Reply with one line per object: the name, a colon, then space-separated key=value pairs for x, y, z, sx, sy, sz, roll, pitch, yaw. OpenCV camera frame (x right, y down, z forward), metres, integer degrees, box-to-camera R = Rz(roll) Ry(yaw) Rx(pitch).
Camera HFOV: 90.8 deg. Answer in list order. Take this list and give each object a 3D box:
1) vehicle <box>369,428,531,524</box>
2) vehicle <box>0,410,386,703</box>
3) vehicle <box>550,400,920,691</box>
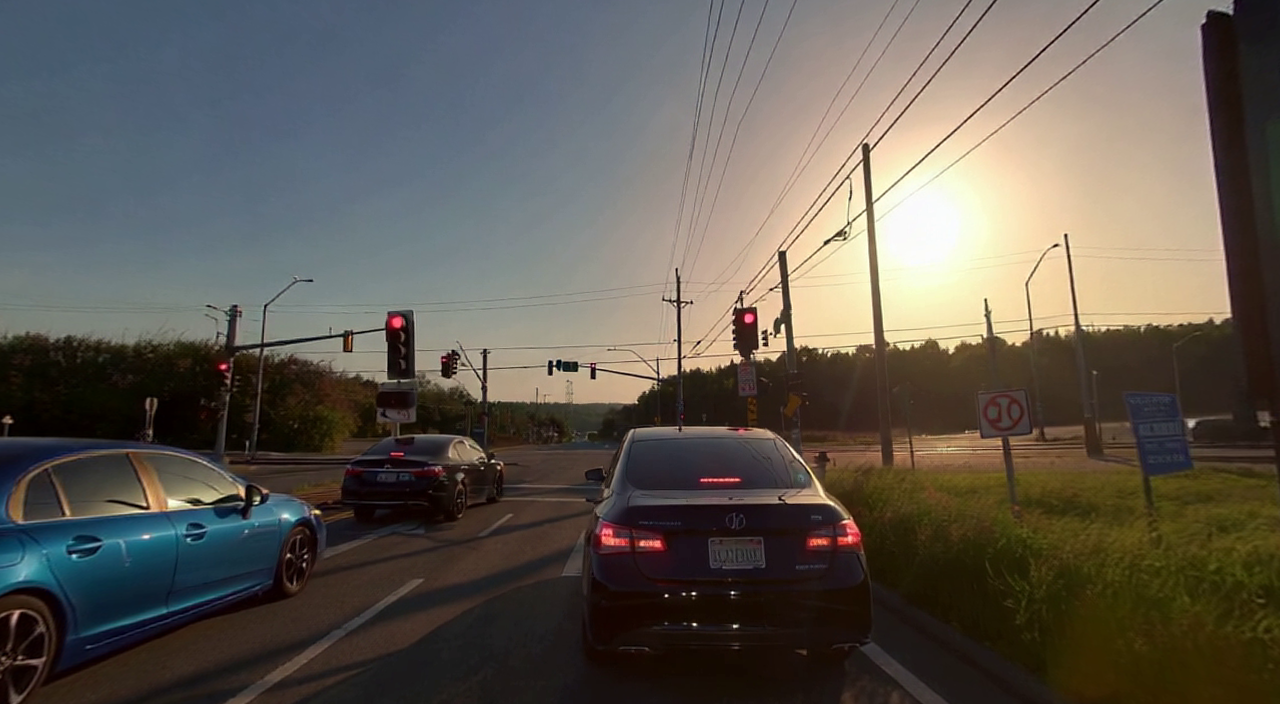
vehicle: x=-3.356 y=2.267 z=12.072 sx=1.984 sy=1.505 sz=4.047 roll=0 pitch=-9 yaw=-2
vehicle: x=-3.709 y=1.252 z=4.444 sx=1.956 sy=1.468 sz=4.585 roll=0 pitch=-9 yaw=0
vehicle: x=0.404 y=1.327 z=5.441 sx=1.998 sy=1.529 sz=3.960 roll=1 pitch=-9 yaw=-3
